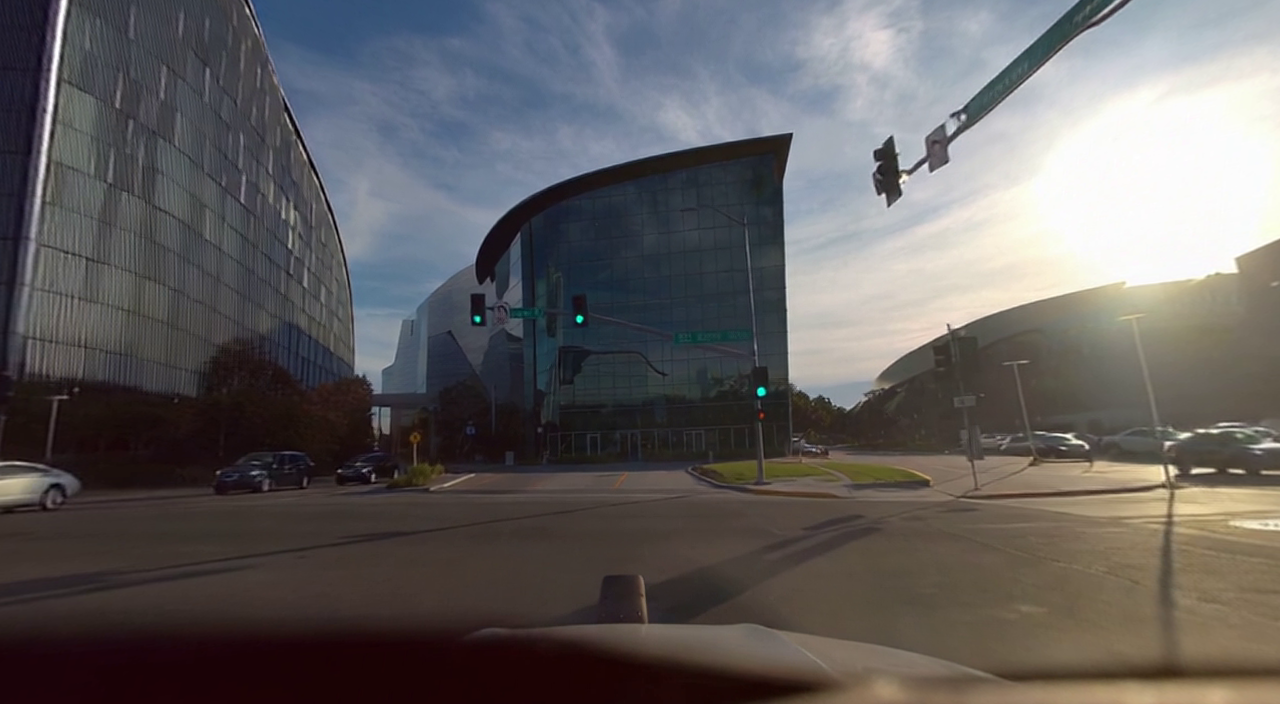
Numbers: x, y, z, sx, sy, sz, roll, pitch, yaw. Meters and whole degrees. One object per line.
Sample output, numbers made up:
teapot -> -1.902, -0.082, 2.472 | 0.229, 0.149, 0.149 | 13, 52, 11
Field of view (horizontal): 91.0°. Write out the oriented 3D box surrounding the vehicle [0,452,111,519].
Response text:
vehicle -> -15.187, 3.088, 14.678 | 1.790, 1.437, 4.349 | 0, -9, 2

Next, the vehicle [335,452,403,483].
vehicle -> -15.109, 6.434, 35.336 | 1.932, 1.605, 4.146 | 0, -9, 0

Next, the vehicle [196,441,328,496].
vehicle -> -14.846, 4.569, 25.177 | 2.091, 1.915, 5.040 | 0, -9, 0

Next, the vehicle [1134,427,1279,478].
vehicle -> 19.074, 3.304, 20.796 | 1.834, 1.480, 4.458 | 1, -9, -1
